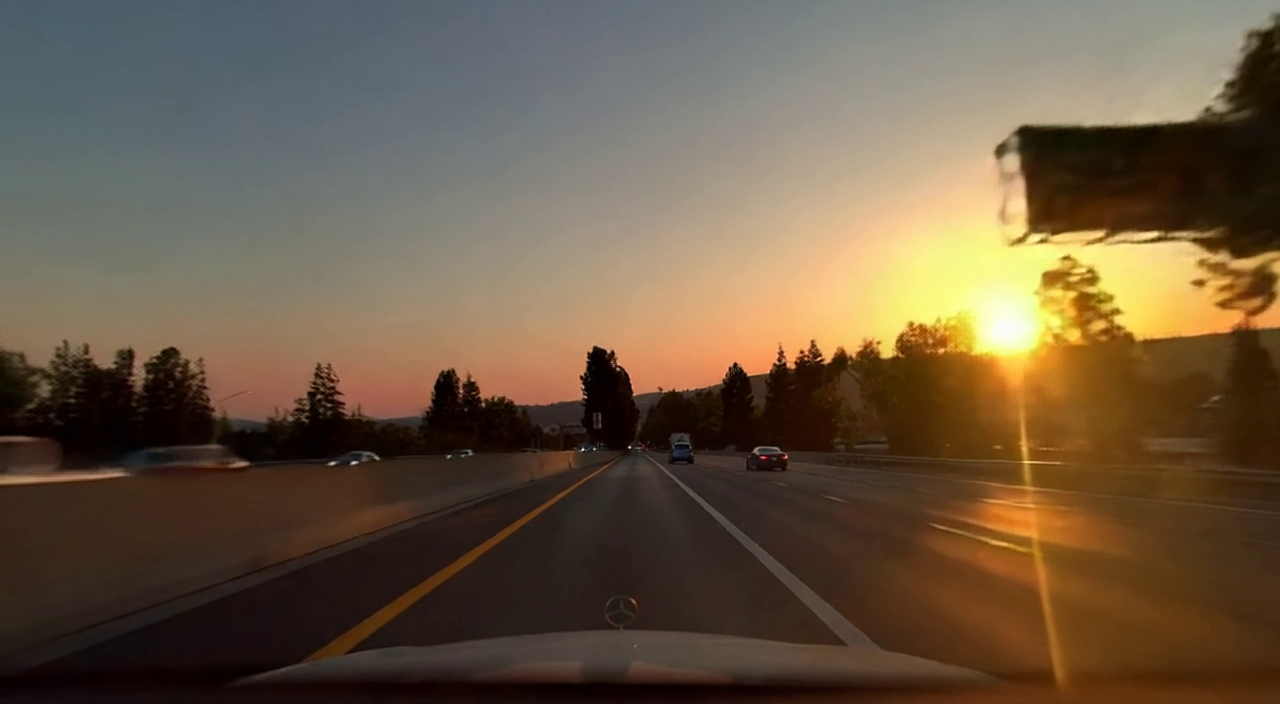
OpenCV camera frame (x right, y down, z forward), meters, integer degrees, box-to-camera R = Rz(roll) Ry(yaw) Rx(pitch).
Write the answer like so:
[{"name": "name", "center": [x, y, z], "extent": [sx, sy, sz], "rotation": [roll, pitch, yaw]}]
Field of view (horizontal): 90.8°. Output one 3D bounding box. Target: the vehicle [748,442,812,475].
[{"name": "vehicle", "center": [6.567, 5.044, 30.133], "extent": [2.009, 1.456, 4.097], "rotation": [0, -9, -1]}]

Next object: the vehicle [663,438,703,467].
[{"name": "vehicle", "center": [2.847, 6.824, 43.097], "extent": [2.258, 1.824, 4.908], "rotation": [0, -9, -1]}]

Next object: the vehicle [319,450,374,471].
[{"name": "vehicle", "center": [-22.560, 8.345, 48.743], "extent": [1.912, 1.513, 5.034], "rotation": [0, -9, -1]}]

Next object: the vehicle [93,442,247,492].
[{"name": "vehicle", "center": [-18.643, 4.567, 25.512], "extent": [2.113, 1.784, 5.421], "rotation": [0, -9, -1]}]
